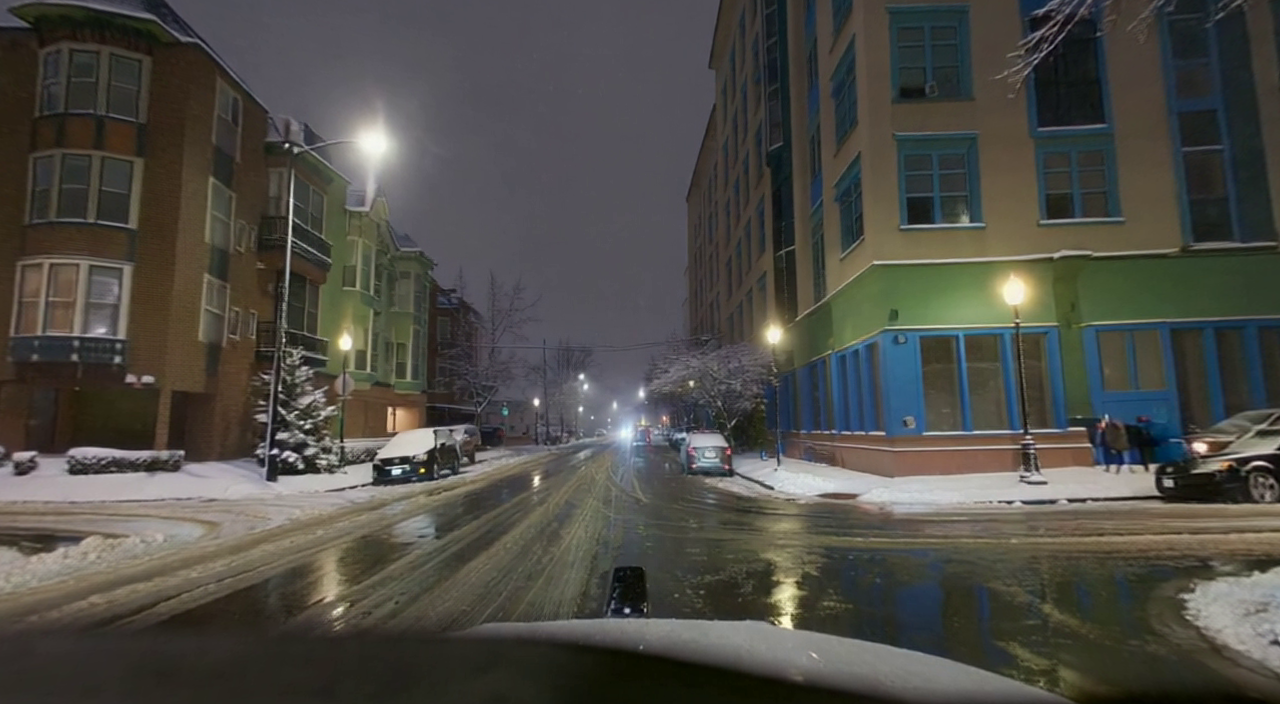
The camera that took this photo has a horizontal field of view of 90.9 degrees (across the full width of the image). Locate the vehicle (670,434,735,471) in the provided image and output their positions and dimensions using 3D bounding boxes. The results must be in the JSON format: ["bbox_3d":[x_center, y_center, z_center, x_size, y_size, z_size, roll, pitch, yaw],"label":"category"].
[{"bbox_3d":[2.558,4.313,27.171,2.290,1.456,4.503,0,-8,-1],"label":"vehicle"}]

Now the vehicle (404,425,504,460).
[{"bbox_3d":[-11.448,5.590,38.874,5.540,1.950,2.113,4,-12,-28],"label":"vehicle"}]

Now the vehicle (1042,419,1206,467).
[{"bbox_3d":[15.344,2.919,20.146,3.752,1.453,1.709,0,-9,2],"label":"vehicle"}]
